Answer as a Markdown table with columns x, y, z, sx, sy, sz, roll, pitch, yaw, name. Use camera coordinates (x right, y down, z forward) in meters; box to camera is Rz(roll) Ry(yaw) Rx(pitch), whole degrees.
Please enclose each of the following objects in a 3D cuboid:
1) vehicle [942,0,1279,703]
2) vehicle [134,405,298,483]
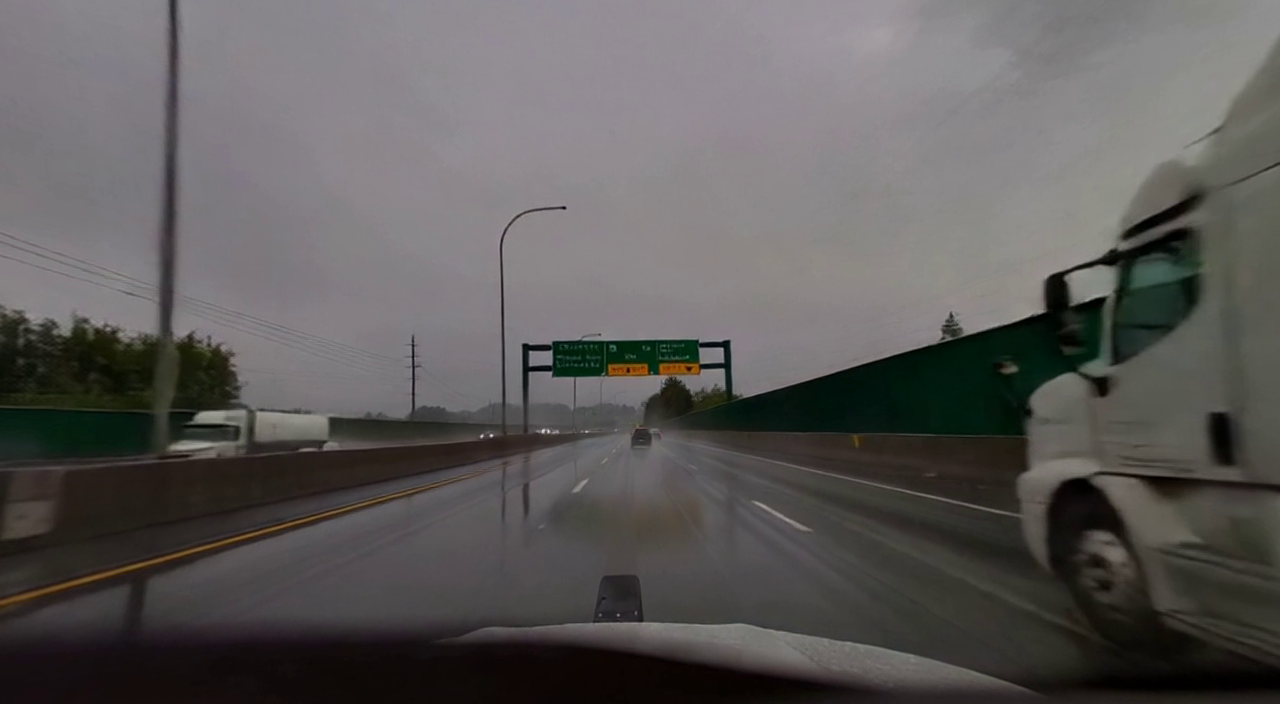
| x | y | z | sx | sy | sz | roll | pitch | yaw | name |
| --- | --- | --- | --- | --- | --- | --- | --- | --- | --- |
| 3.804 | -0.380 | 1.514 | 3.031 | 3.881 | 5.944 | 0 | -8 | -1 | vehicle |
| -19.963 | 4.358 | 30.452 | 2.595 | 3.164 | 7.830 | 2 | -7 | -2 | vehicle |
